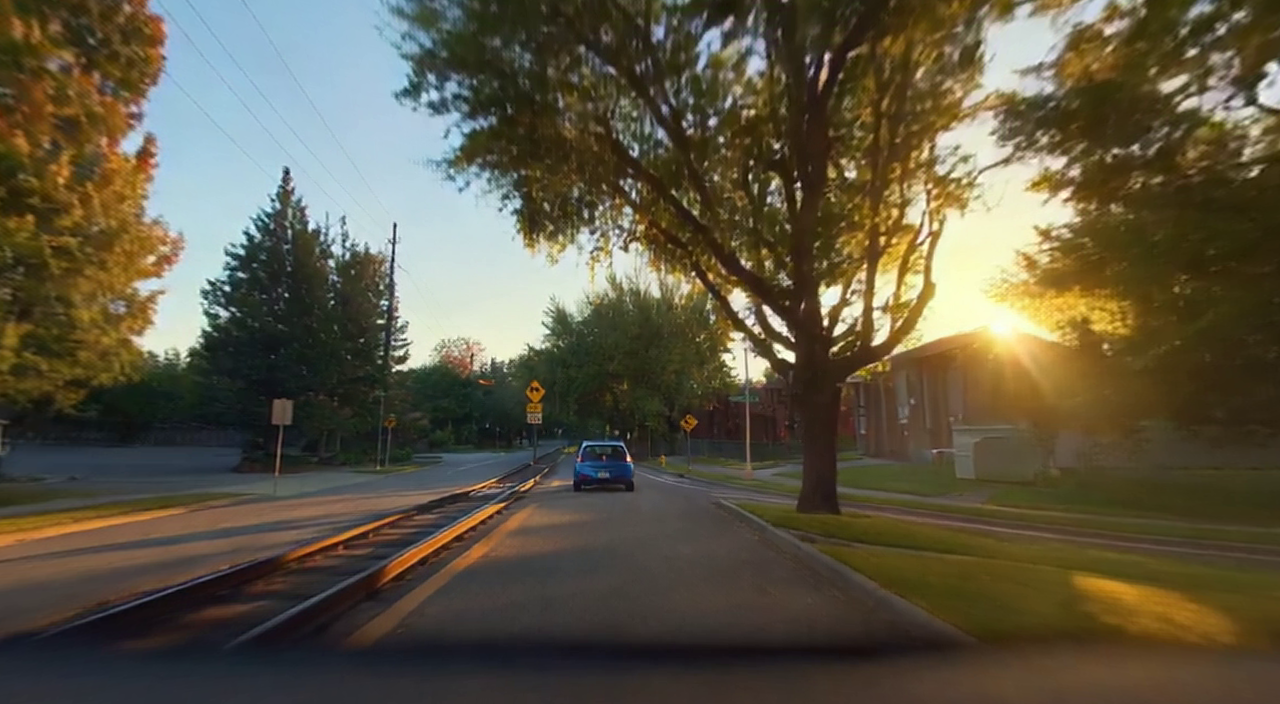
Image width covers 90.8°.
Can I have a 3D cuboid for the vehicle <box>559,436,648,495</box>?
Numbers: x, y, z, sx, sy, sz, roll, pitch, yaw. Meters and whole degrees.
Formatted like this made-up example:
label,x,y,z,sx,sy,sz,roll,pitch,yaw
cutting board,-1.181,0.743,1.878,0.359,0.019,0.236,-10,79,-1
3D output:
label,x,y,z,sx,sy,sz,roll,pitch,yaw
vehicle,-1.147,3.297,18.697,2.295,1.510,4.364,1,-9,-5
